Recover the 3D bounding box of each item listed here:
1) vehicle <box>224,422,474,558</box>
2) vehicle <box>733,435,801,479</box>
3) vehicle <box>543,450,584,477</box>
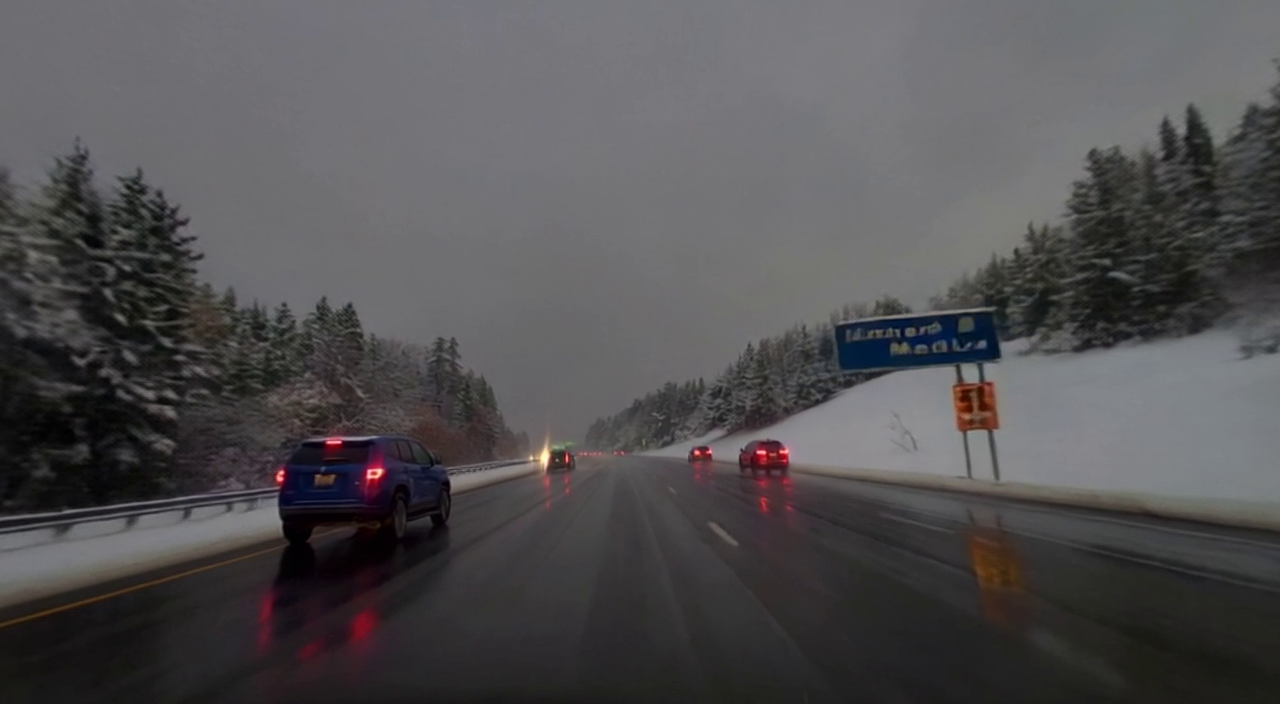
[{"bbox_3d":[-4.357,2.127,10.396,2.079,1.745,4.281,0,-9,0],"label":"vehicle"},{"bbox_3d":[6.595,5.531,33.356,2.378,2.096,5.119,0,-9,-2],"label":"vehicle"},{"bbox_3d":[-4.459,6.544,37.236,2.009,1.488,4.289,0,-9,-2],"label":"vehicle"}]
